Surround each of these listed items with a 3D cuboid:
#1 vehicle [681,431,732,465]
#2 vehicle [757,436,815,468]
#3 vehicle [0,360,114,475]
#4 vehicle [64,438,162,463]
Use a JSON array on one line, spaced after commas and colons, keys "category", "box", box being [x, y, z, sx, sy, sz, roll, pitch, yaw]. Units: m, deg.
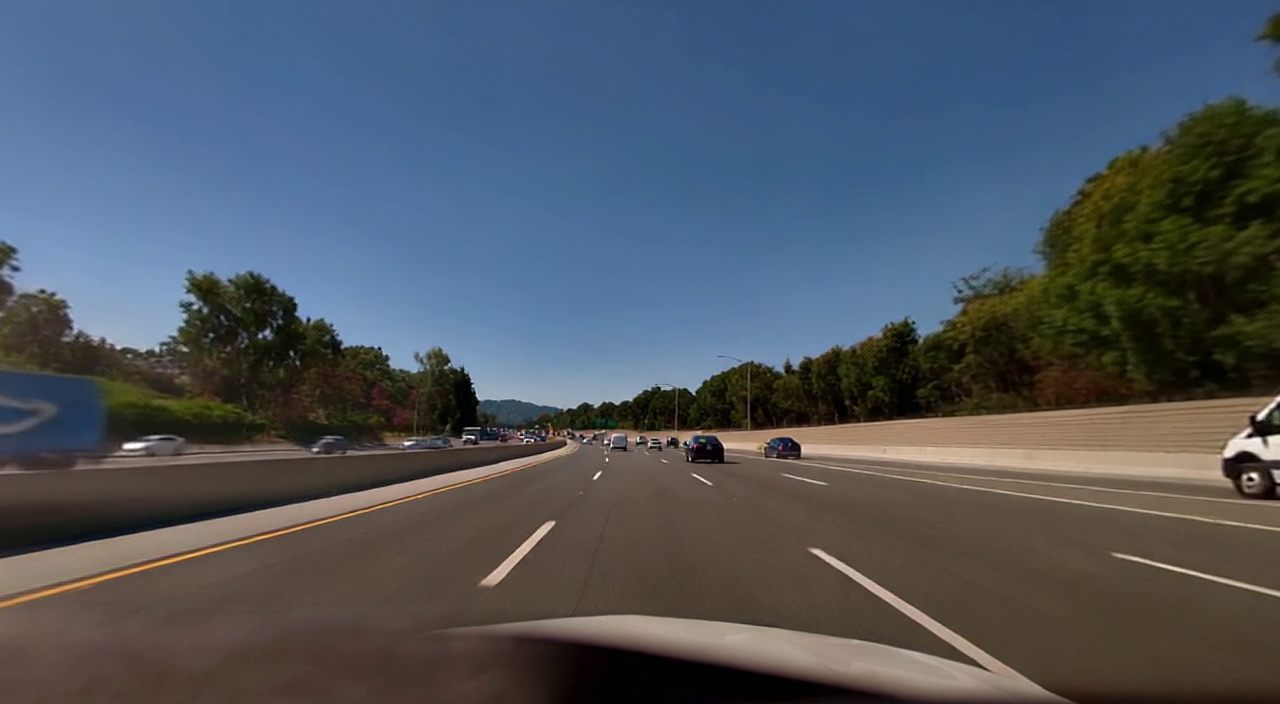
[{"category": "vehicle", "box": [3.549, 5.245, 34.494, 2.141, 1.732, 4.279, 0, -8, -3]}, {"category": "vehicle", "box": [7.387, 5.100, 32.299, 1.798, 1.473, 4.077, 0, -8, -2]}, {"category": "vehicle", "box": [-25.059, 1.897, 19.755, 2.972, 4.191, 16.717, 0, -8, 0]}, {"category": "vehicle", "box": [-32.907, 6.150, 39.561, 1.859, 1.457, 4.724, -1, -8, 4]}]
